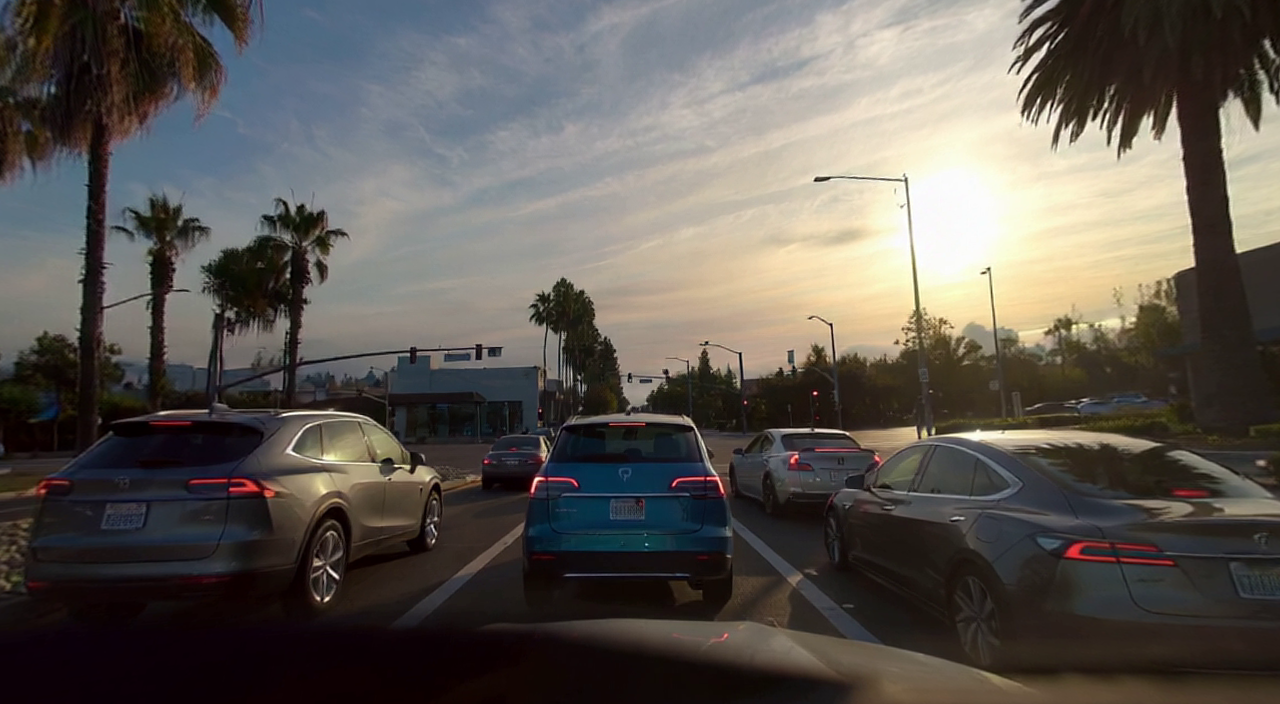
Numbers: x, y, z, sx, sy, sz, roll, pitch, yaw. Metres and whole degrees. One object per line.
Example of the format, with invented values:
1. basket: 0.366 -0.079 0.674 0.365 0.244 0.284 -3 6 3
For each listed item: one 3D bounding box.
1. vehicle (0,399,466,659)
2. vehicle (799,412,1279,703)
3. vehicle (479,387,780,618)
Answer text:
1. vehicle: -3.354 1.383 6.049 2.014 1.534 4.455 0 -8 1
2. vehicle: 2.964 1.372 5.257 2.017 1.491 4.611 0 -8 -1
3. vehicle: -0.136 1.465 7.064 2.280 1.747 4.361 0 -8 -2
